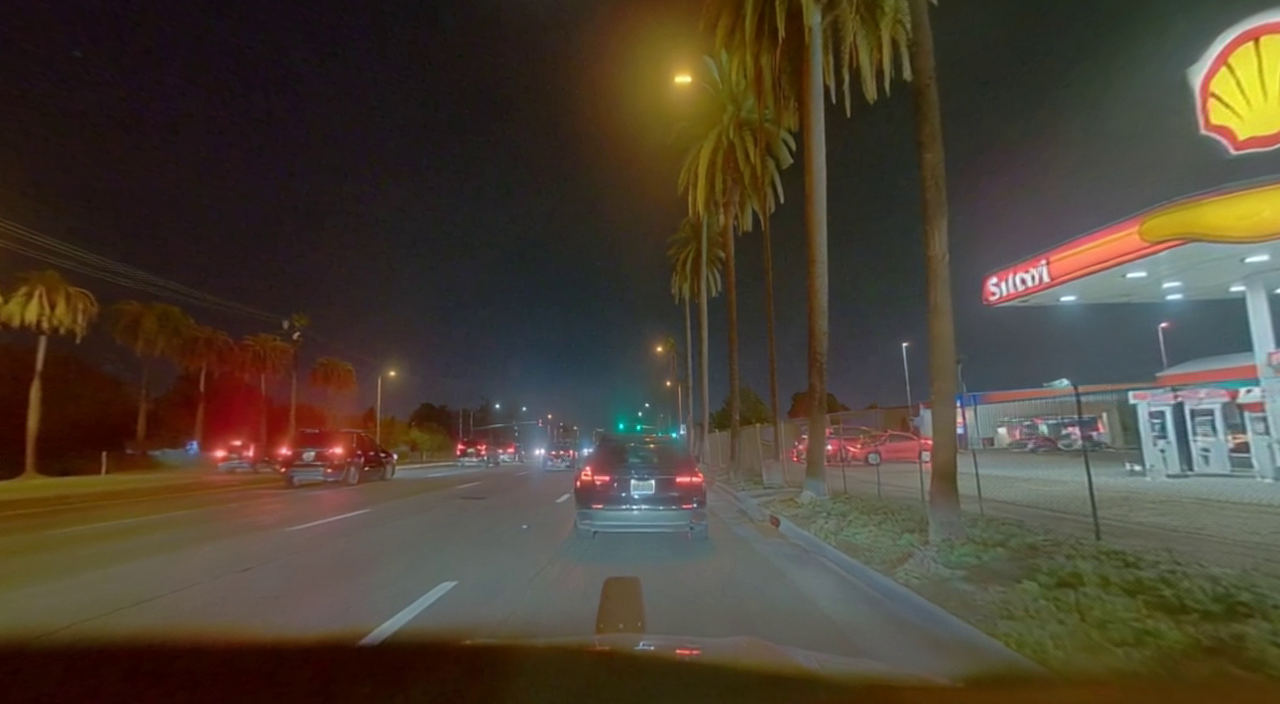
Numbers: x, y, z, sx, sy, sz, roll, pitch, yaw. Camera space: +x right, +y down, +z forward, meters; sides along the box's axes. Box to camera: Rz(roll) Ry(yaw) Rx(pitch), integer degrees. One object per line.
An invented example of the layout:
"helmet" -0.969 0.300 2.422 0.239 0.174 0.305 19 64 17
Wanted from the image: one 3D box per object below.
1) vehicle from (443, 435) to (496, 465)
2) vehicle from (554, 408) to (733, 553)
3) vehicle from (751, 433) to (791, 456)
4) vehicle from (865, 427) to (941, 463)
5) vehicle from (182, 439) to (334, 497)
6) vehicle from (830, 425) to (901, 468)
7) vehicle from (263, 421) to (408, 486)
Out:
"vehicle" -10.526 6.073 39.060 1.965 1.743 4.327 0 -9 1
"vehicle" 0.060 1.820 9.480 2.121 1.710 3.893 0 -8 1
"vehicle" 9.158 6.489 44.093 1.929 1.496 4.245 0 -8 1
"vehicle" 12.074 4.308 29.065 1.681 1.503 3.781 1 -9 -3
"vehicle" -10.079 3.065 16.904 1.924 1.384 3.426 0 -8 0
"vehicle" 8.280 3.433 22.874 1.837 1.416 3.947 -4 -10 27
"vehicle" -10.073 3.427 21.412 2.269 1.934 5.350 0 -8 -1
